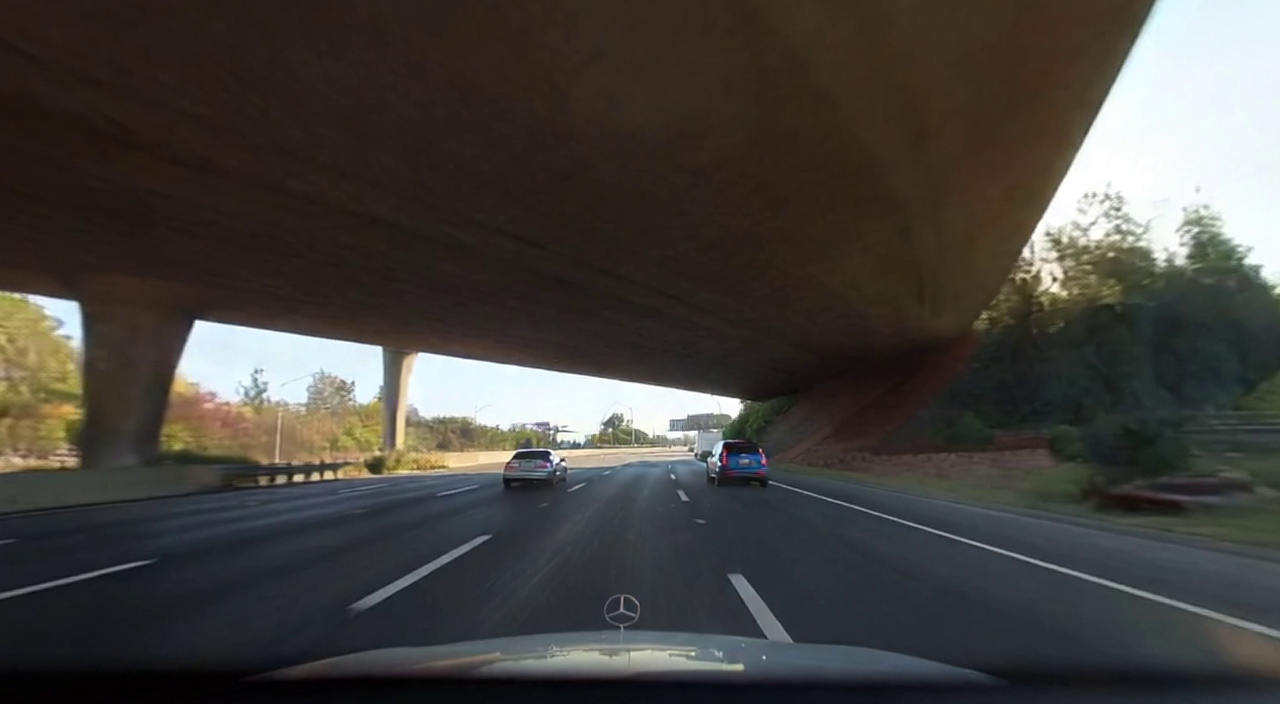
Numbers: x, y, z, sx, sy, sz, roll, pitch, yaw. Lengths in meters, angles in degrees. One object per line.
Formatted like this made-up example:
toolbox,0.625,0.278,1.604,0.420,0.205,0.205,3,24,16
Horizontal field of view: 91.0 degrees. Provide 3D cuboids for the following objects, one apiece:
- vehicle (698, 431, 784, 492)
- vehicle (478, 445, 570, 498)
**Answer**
vehicle,3.286,3.691,21.433,2.225,1.833,4.340,0,-9,1
vehicle,-3.515,3.712,19.983,1.937,1.490,4.372,-1,-9,2
